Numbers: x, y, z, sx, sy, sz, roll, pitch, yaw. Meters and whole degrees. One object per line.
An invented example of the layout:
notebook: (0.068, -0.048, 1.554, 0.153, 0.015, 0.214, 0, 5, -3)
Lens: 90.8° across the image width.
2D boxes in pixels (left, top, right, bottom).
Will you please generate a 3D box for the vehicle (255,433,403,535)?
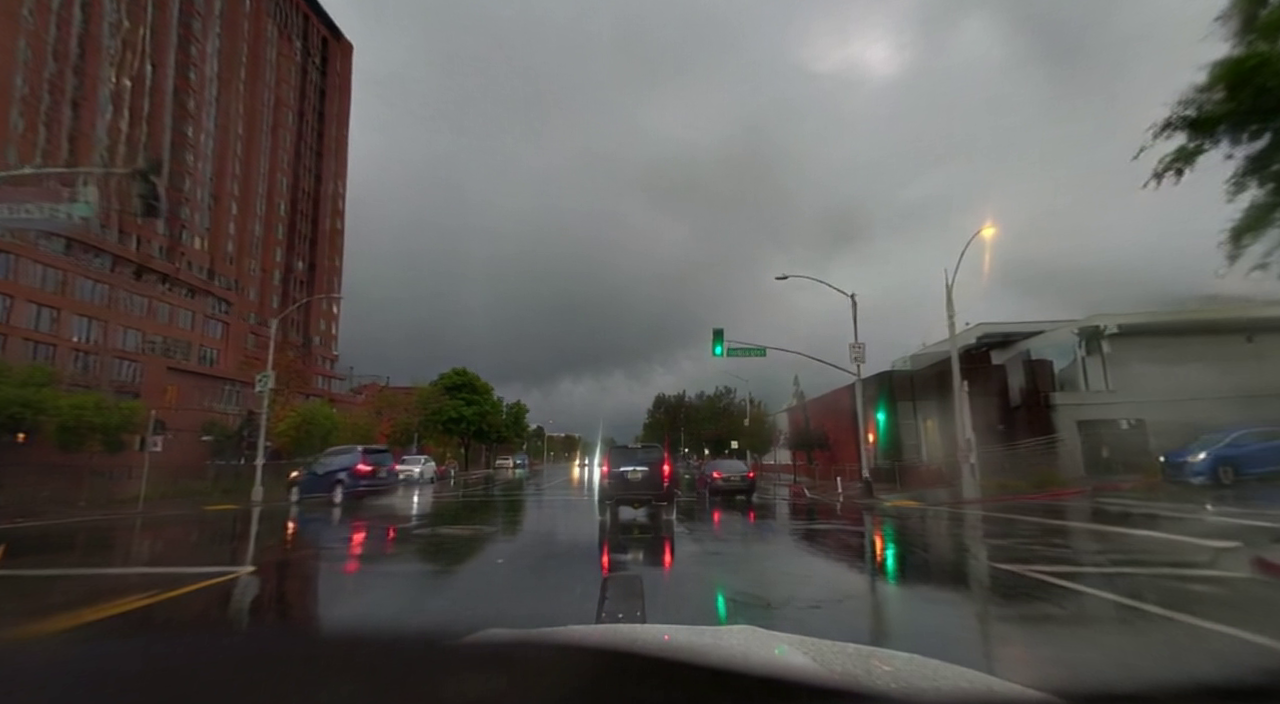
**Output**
vehicle: (-6.856, 2.733, 13.701, 1.855, 1.812, 4.244, 7, -11, -39)

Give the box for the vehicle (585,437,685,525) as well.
vehicle: (-0.166, 3.090, 15.742, 2.105, 1.842, 4.537, 0, -9, -2)

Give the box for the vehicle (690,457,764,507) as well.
vehicle: (2.840, 4.337, 21.534, 1.852, 1.462, 4.155, 0, -9, -1)

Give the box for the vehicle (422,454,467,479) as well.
vehicle: (-14.332, 8.414, 46.636, 1.891, 1.659, 4.360, 0, -9, 0)

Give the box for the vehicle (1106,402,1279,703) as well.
vehicle: (3.229, 0.681, 0.567, 2.026, 1.499, 4.662, 0, -9, 0)
